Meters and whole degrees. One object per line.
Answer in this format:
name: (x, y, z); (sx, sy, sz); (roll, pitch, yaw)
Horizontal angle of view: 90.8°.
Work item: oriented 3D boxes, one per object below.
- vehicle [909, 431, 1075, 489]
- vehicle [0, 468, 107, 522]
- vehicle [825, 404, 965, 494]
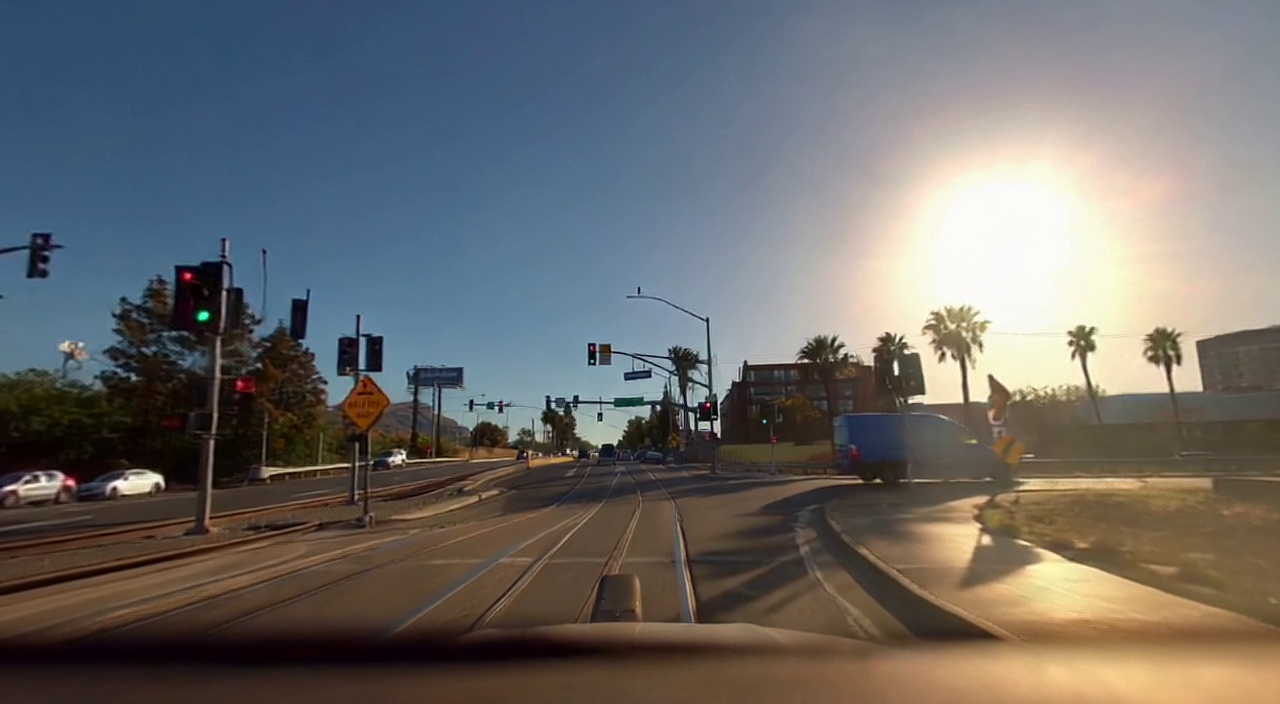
vehicle: (14.273, 4.340, 25.639); (6.055, 2.140, 2.266); (3, -10, -19)
vehicle: (-19.668, 4.558, 20.606); (4.881, 1.477, 2.204); (-7, -11, 35)
vehicle: (9.436, 3.589, 23.429); (4.180, 3.020, 2.606); (5, -11, -30)
